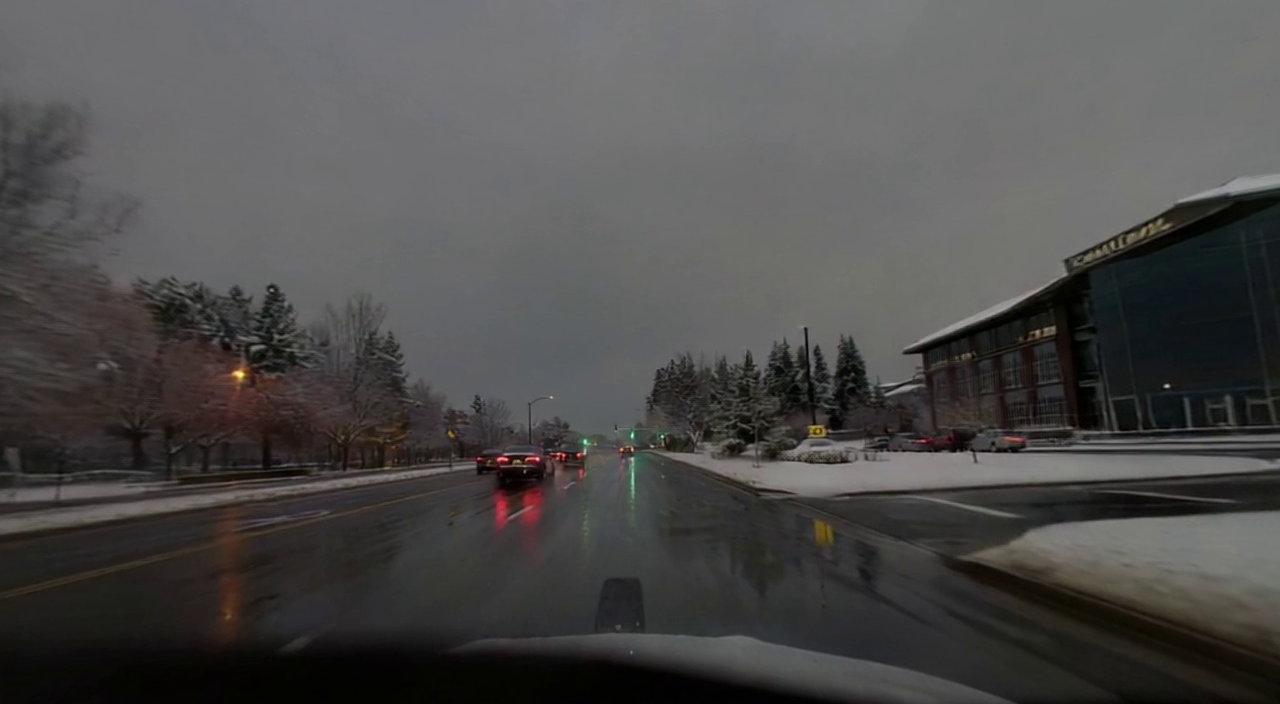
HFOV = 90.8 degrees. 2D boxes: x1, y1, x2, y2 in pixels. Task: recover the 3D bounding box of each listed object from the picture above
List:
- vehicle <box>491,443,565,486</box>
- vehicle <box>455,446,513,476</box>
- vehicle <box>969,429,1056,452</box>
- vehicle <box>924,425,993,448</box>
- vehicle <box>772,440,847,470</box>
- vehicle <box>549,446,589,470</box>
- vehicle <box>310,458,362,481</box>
[{"bbox_3d":[-4.179,4.285,24.418,2.011,1.483,4.596,0,-9,0],"label":"vehicle"},{"bbox_3d":[-8.400,5.916,34.546,1.976,1.497,4.709,0,-9,0],"label":"vehicle"},{"bbox_3d":[24.795,5.893,42.151,4.614,1.464,1.856,0,-9,0],"label":"vehicle"},{"bbox_3d":[24.548,6.494,48.752,4.154,1.662,2.113,-1,-8,0],"label":"vehicle"},{"bbox_3d":[12.403,7.595,46.446,4.790,1.439,2.034,-9,-9,0],"label":"vehicle"},{"bbox_3d":[-4.345,6.542,39.170,1.971,1.414,4.317,0,-8,0],"label":"vehicle"},{"bbox_3d":[-23.850,9.219,49.797,2.007,1.501,4.340,-3,-9,-1],"label":"vehicle"}]
